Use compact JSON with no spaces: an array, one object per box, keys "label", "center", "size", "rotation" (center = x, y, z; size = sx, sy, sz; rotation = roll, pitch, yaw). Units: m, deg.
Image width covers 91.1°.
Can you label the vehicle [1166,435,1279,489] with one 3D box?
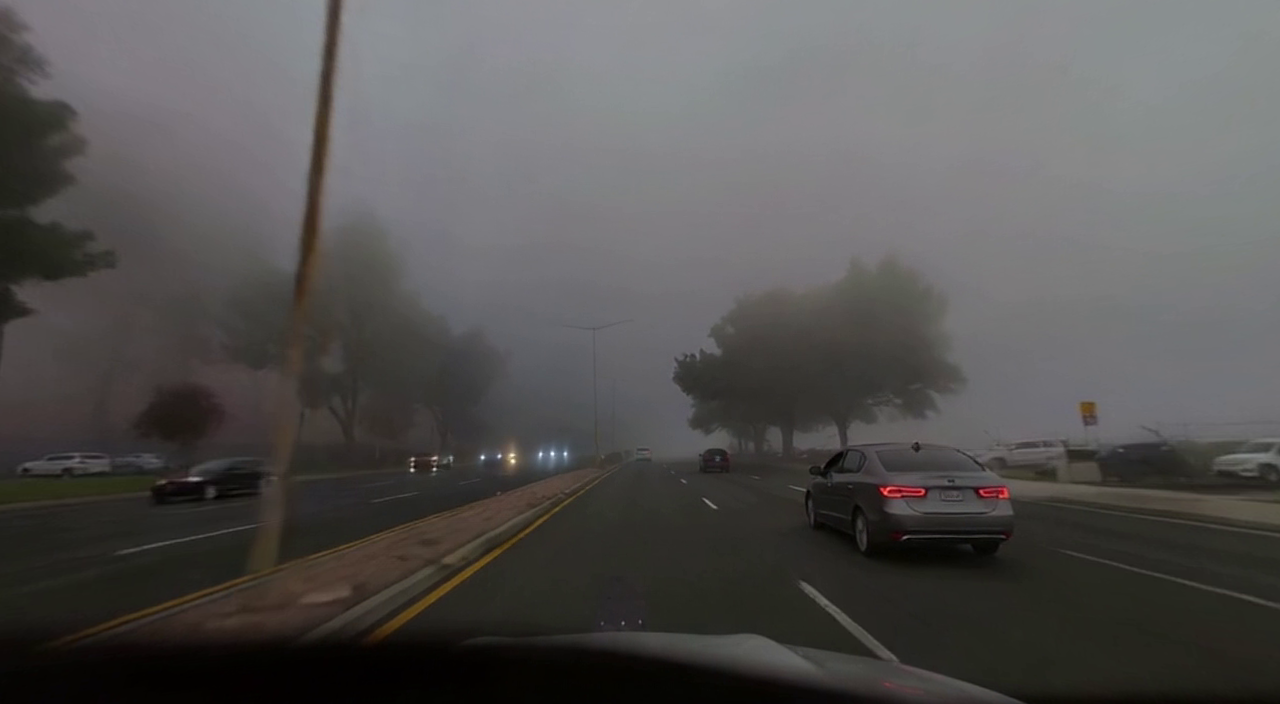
[{"label":"vehicle","center":[19.470,3.370,19.430],"size":[4.648,1.568,1.919],"rotation":[0,-9,-2]}]

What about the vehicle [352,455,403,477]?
[{"label":"vehicle","center":[-19.119,8.317,45.899],"size":[1.787,1.452,4.482],"rotation":[0,-9,0]}]

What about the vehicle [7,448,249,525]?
[{"label":"vehicle","center":[-12.009,3.130,15.271],"size":[1.983,1.567,4.557],"rotation":[0,-9,1]}]

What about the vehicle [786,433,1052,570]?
[{"label":"vehicle","center":[3.626,1.997,9.239],"size":[1.935,1.501,4.384],"rotation":[0,-9,1]}]

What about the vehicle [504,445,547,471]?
[{"label":"vehicle","center":[-8.439,7.838,46.737],"size":[2.156,1.838,4.945],"rotation":[0,-9,1]}]
